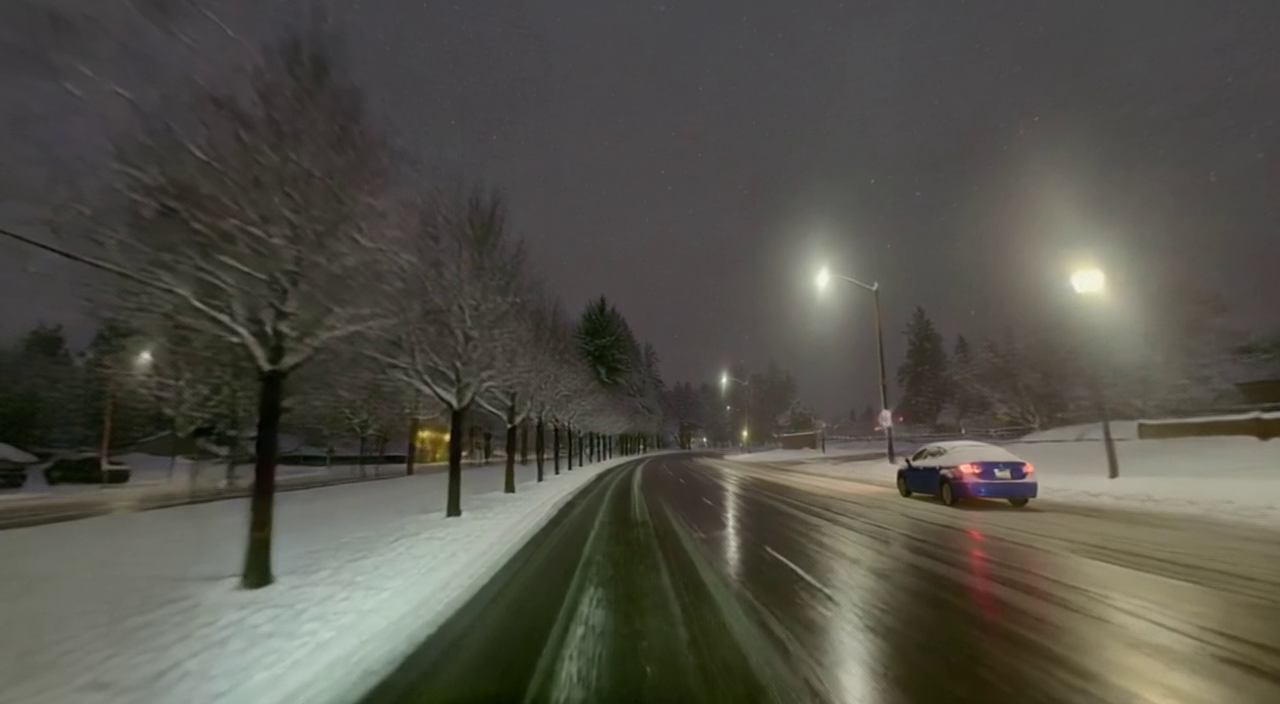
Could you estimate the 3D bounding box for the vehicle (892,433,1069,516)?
[{"bbox_3d":[7.005,2.531,13.463,1.797,1.518,3.433,0,-9,0],"label":"vehicle"}]
